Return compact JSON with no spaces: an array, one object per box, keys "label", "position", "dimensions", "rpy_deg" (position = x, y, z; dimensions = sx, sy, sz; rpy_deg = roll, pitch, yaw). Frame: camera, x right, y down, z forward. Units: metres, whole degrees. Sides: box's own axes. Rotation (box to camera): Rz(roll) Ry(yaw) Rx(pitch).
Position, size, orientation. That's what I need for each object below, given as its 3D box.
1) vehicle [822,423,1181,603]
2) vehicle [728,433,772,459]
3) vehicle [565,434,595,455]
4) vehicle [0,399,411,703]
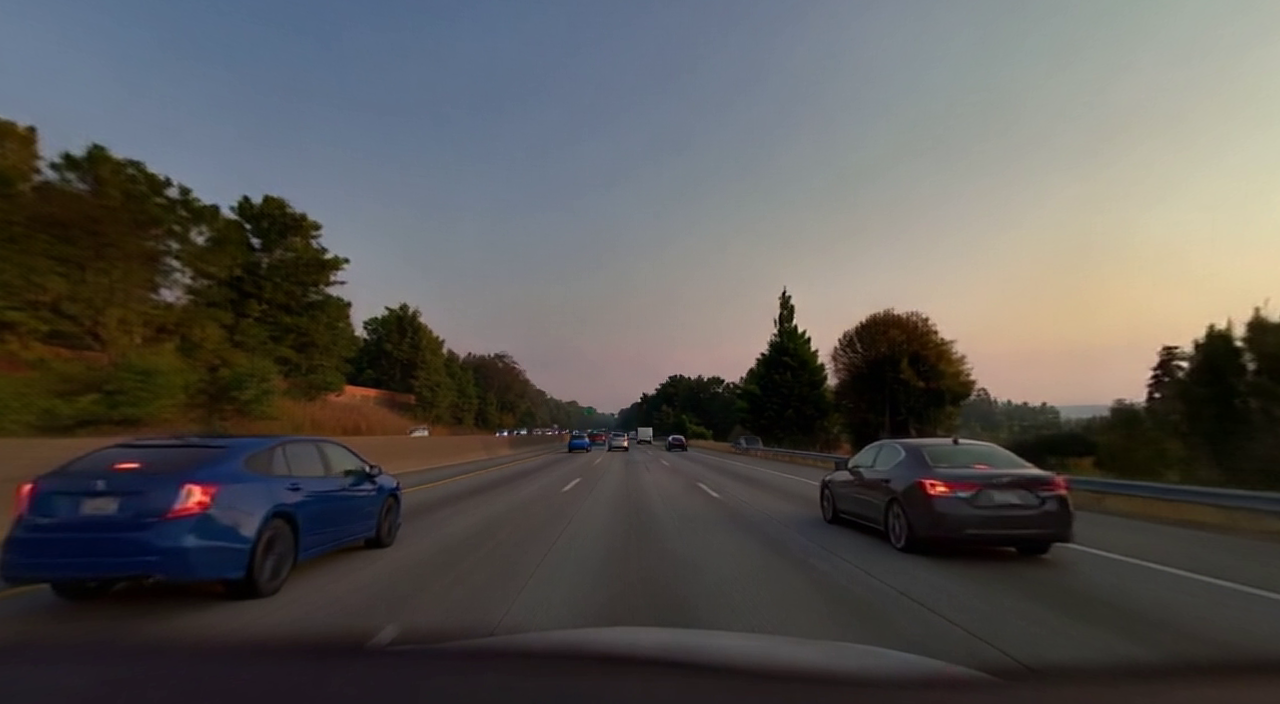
[{"label":"vehicle","position":[3.694,1.653,7.416],"dimensions":[1.883,1.536,3.792],"rpy_deg":[0,-8,-1]},{"label":"vehicle","position":[7.757,6.657,44.853],"dimensions":[2.156,1.679,4.492],"rpy_deg":[1,-8,-3]},{"label":"vehicle","position":[-4.566,7.070,48.359],"dimensions":[1.941,1.529,4.111],"rpy_deg":[0,-8,-1]},{"label":"vehicle","position":[-3.907,1.316,5.438],"dimensions":[2.032,1.535,4.889],"rpy_deg":[0,-8,0]}]
